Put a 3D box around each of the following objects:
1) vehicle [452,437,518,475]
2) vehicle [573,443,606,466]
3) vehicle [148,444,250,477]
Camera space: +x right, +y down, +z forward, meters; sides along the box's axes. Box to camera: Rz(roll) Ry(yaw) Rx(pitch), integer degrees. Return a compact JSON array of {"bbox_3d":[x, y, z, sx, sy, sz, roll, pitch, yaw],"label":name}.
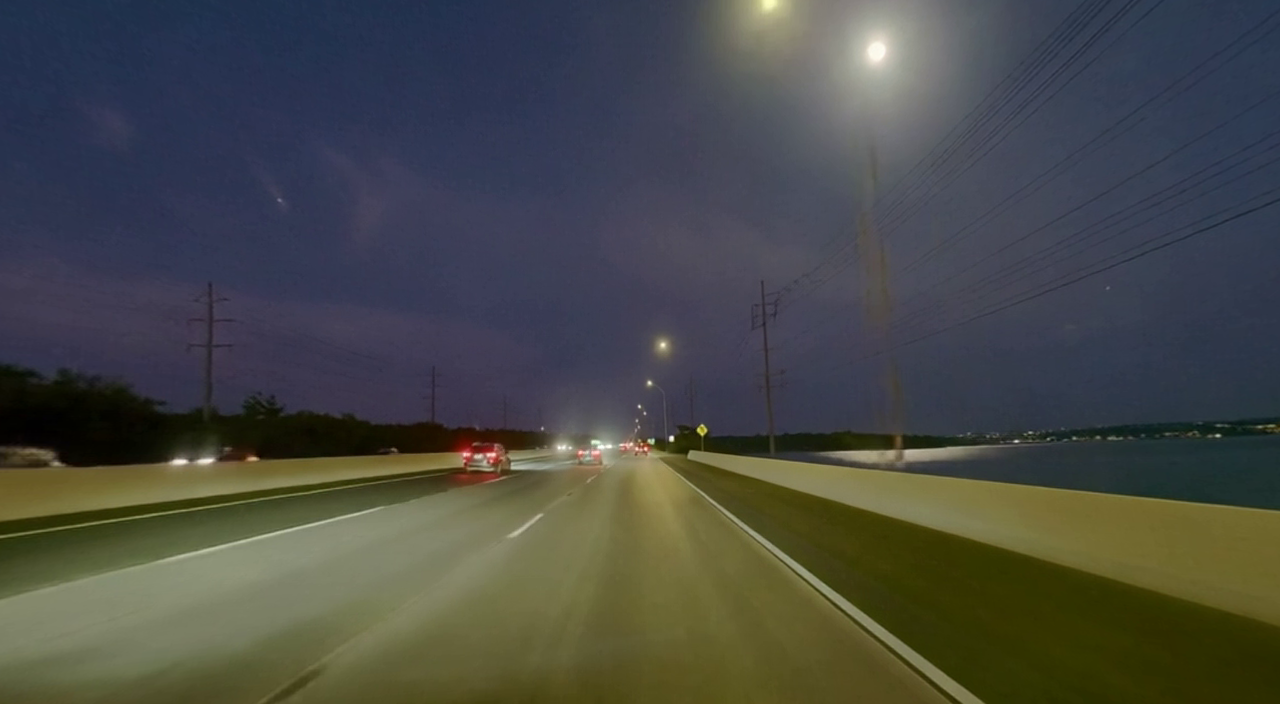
[{"bbox_3d":[-7.491,5.058,30.943,2.050,1.717,4.418,0,-8,1],"label":"vehicle"},{"bbox_3d":[-3.452,7.084,43.920,1.957,1.494,4.207,0,-8,1],"label":"vehicle"},{"bbox_3d":[-22.491,5.527,32.451,1.865,1.520,4.576,0,-8,0],"label":"vehicle"}]
